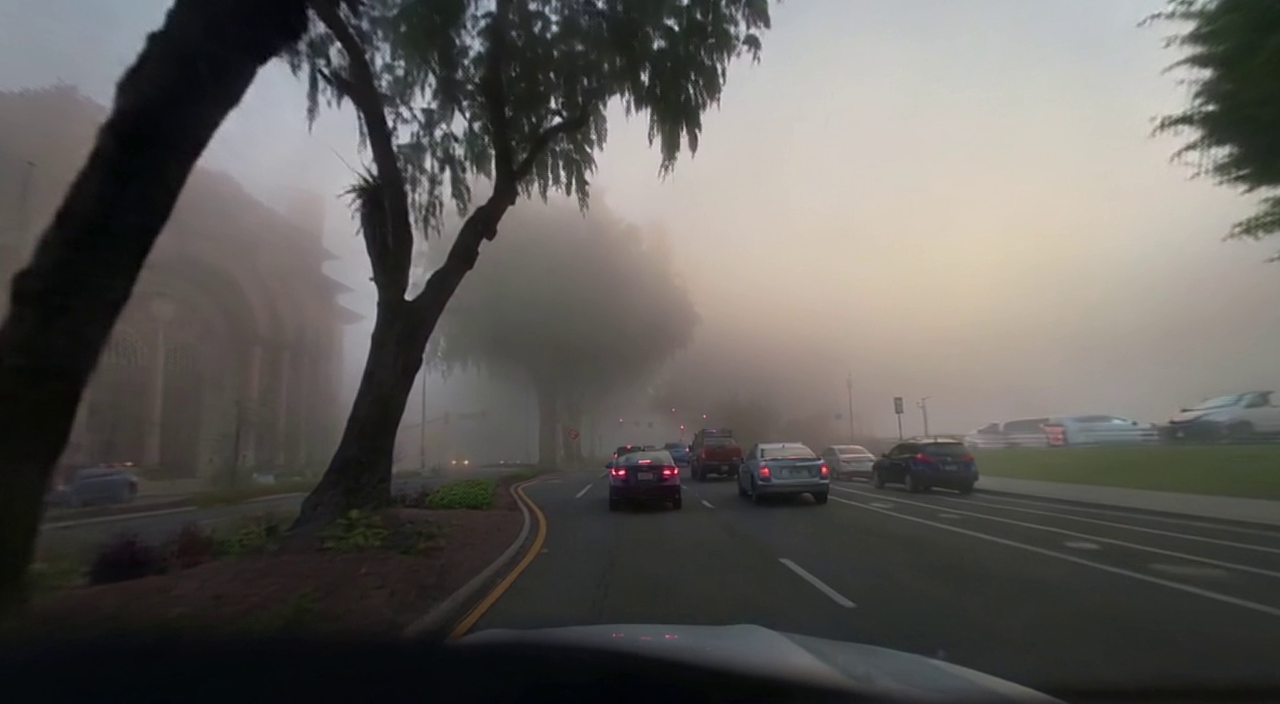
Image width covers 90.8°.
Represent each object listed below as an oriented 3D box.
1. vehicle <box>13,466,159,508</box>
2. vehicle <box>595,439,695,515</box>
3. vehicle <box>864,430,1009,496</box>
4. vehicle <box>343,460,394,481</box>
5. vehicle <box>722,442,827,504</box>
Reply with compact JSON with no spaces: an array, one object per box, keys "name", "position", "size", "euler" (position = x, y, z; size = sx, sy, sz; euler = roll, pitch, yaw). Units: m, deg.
[{"name":"vehicle","position":[-23.917,5.808,27.577],"size":[1.957,1.493,4.900],"euler":[0,-9,0]},{"name":"vehicle","position":[0.059,2.832,14.792],"size":[2.050,1.521,3.747],"euler":[0,-9,-1]},{"name":"vehicle","position":[8.620,3.265,18.955],"size":[1.994,1.715,4.777],"euler":[0,-9,0]},{"name":"vehicle","position":[-20.960,9.121,48.937],"size":[1.856,1.429,4.672],"euler":[0,-9,0]},{"name":"vehicle","position":[3.496,3.209,17.253],"size":[1.833,1.465,4.258],"euler":[0,-9,-1]}]
